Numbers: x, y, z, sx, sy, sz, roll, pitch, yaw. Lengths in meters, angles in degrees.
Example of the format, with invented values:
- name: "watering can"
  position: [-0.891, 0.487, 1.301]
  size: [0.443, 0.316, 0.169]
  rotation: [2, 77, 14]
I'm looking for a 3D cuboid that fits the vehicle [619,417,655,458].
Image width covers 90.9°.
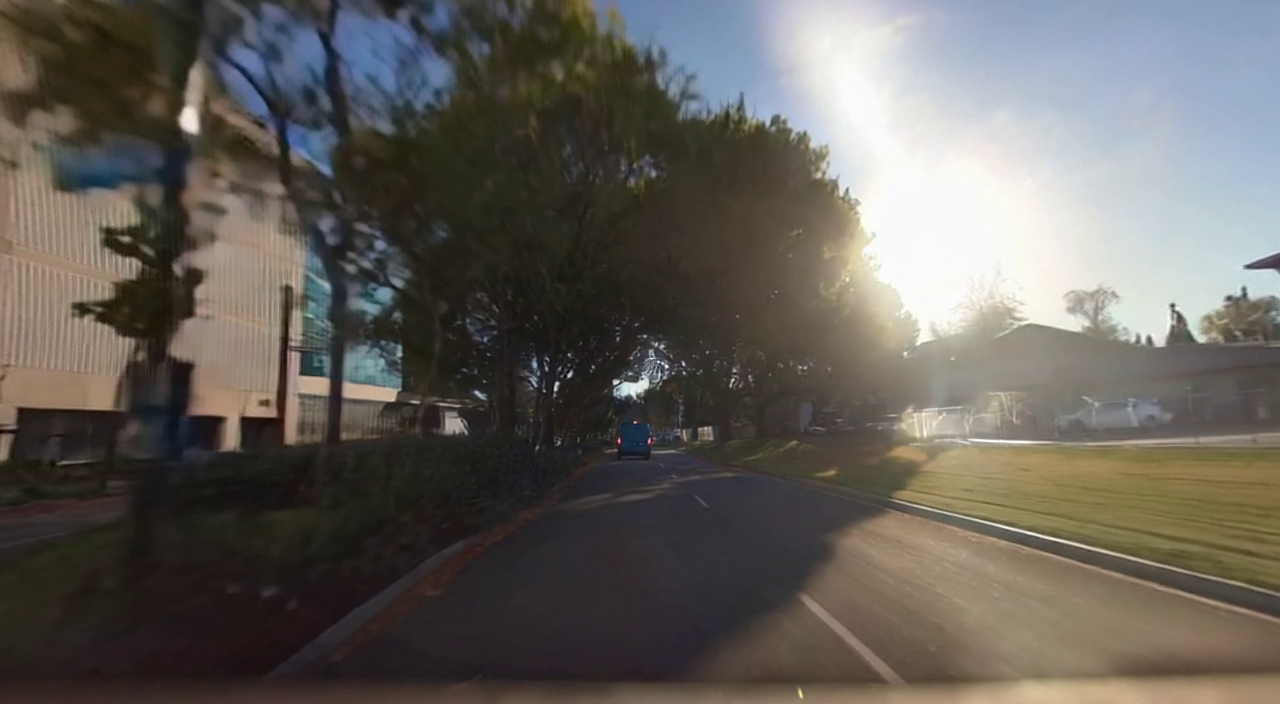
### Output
- name: "vehicle"
  position: [-0.227, 6.166, 45.532]
  size: [2.435, 2.816, 5.232]
  rotation: [0, -8, -1]

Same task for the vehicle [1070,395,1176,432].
- name: "vehicle"
  position: [23.056, 2.960, 30.149]
  size: [3.556, 1.469, 1.774]
  rotation: [-3, -8, -4]

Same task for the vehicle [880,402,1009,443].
- name: "vehicle"
  position: [12.234, 2.859, 25.484]
  size: [4.184, 1.578, 1.976]
  rotation: [0, -8, -4]
